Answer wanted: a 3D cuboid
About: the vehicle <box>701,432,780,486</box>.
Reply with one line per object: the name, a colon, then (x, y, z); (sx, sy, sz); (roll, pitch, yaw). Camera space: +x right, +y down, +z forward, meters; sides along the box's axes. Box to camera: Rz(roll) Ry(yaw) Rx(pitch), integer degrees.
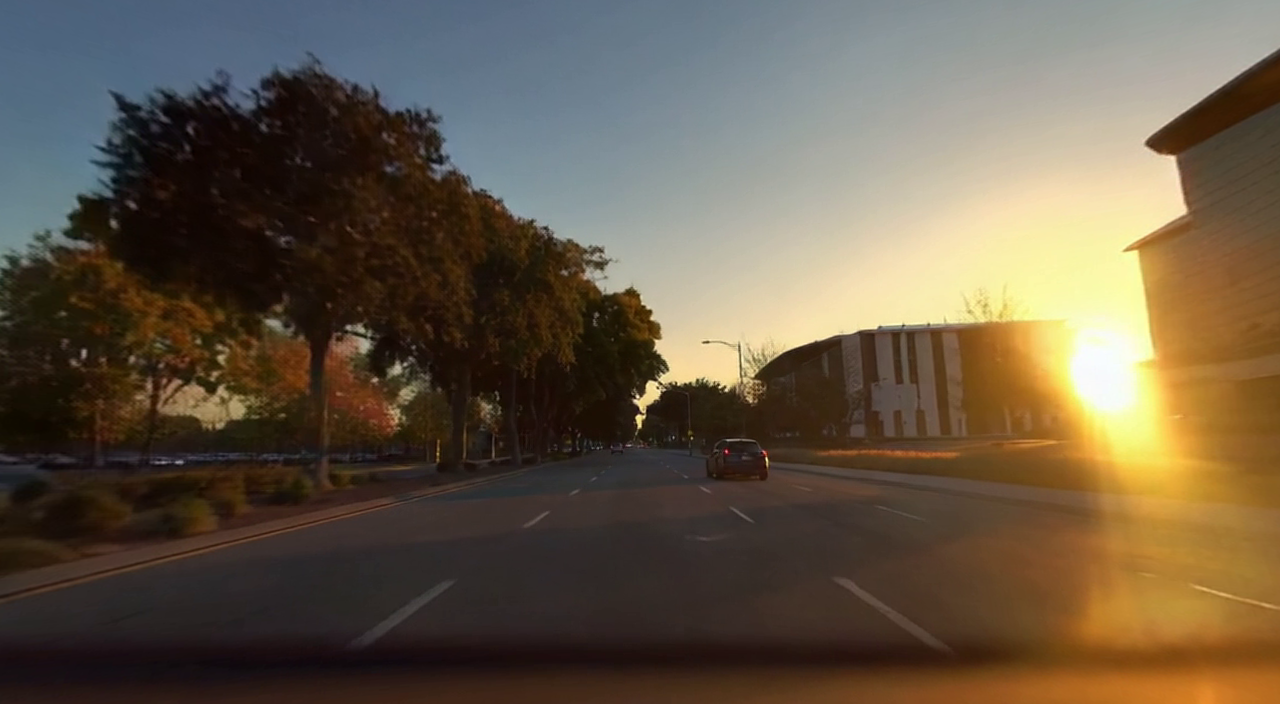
vehicle: (3.485, 3.818, 22.840); (2.083, 1.743, 4.354); (0, -8, -1)
